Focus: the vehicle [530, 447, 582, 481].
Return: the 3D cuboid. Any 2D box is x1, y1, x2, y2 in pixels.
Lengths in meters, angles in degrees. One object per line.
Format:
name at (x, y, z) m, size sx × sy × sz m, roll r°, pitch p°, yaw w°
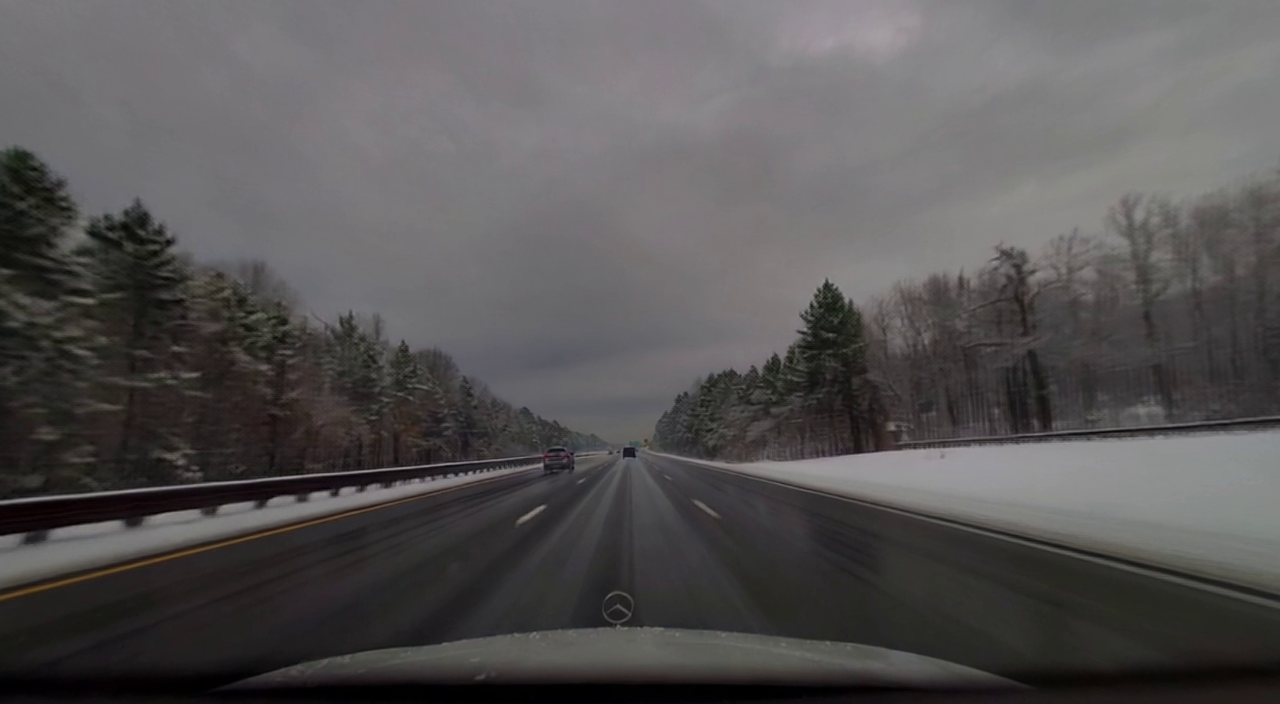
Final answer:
vehicle at (-3.982, 5.352, 30.348) m, size 1.970 × 1.492 × 3.944 m, roll 0°, pitch -9°, yaw 0°
